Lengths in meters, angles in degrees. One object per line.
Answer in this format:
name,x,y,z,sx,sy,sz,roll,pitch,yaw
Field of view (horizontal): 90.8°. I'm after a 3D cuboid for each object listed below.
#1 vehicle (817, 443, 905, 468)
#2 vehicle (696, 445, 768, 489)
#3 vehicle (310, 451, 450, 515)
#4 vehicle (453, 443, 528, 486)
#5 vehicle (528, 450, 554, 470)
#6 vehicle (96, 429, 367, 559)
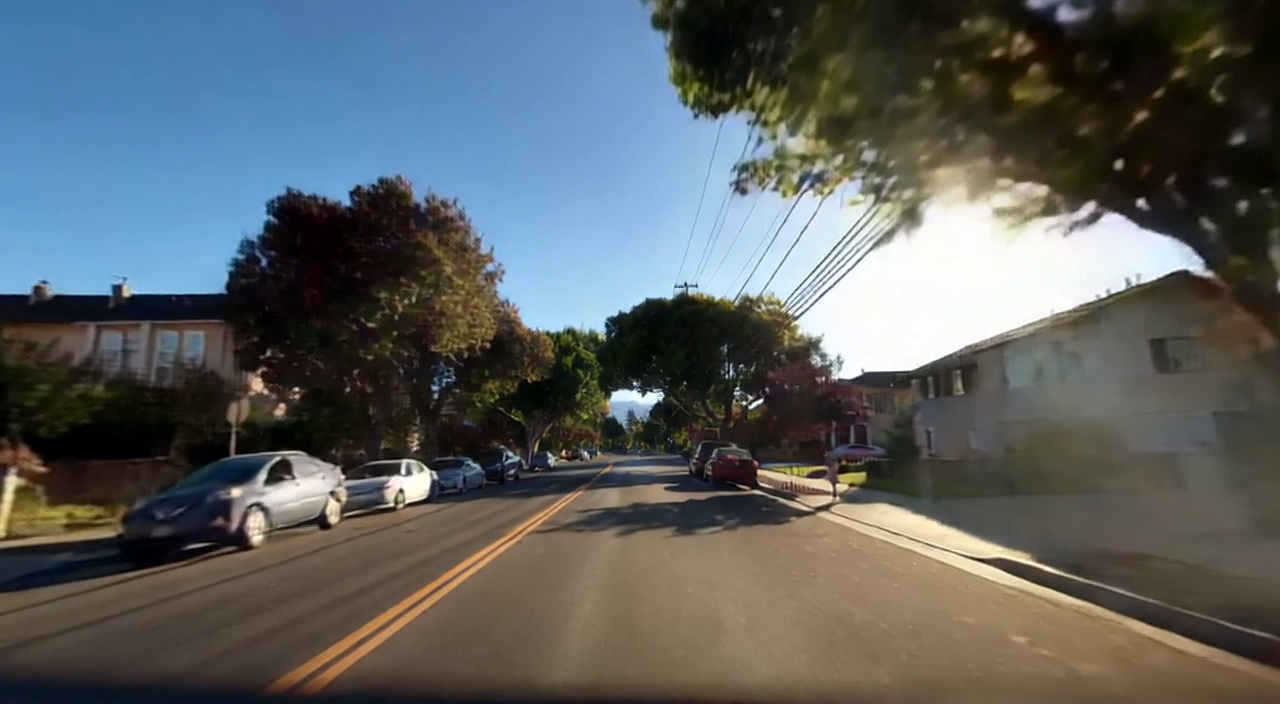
vehicle,16.072,7.528,46.221,5.662,1.761,2.050,0,-9,0
vehicle,3.289,4.215,23.446,1.869,1.453,4.237,0,-9,-2
vehicle,-6.839,3.464,17.244,1.860,1.469,4.573,0,-9,0
vehicle,-6.807,5.166,29.442,2.151,1.789,5.482,0,-9,0
vehicle,-7.669,8.401,49.208,1.902,1.456,4.451,1,-9,-7
vehicle,-6.750,2.350,11.200,1.963,1.820,4.297,0,-9,-2
